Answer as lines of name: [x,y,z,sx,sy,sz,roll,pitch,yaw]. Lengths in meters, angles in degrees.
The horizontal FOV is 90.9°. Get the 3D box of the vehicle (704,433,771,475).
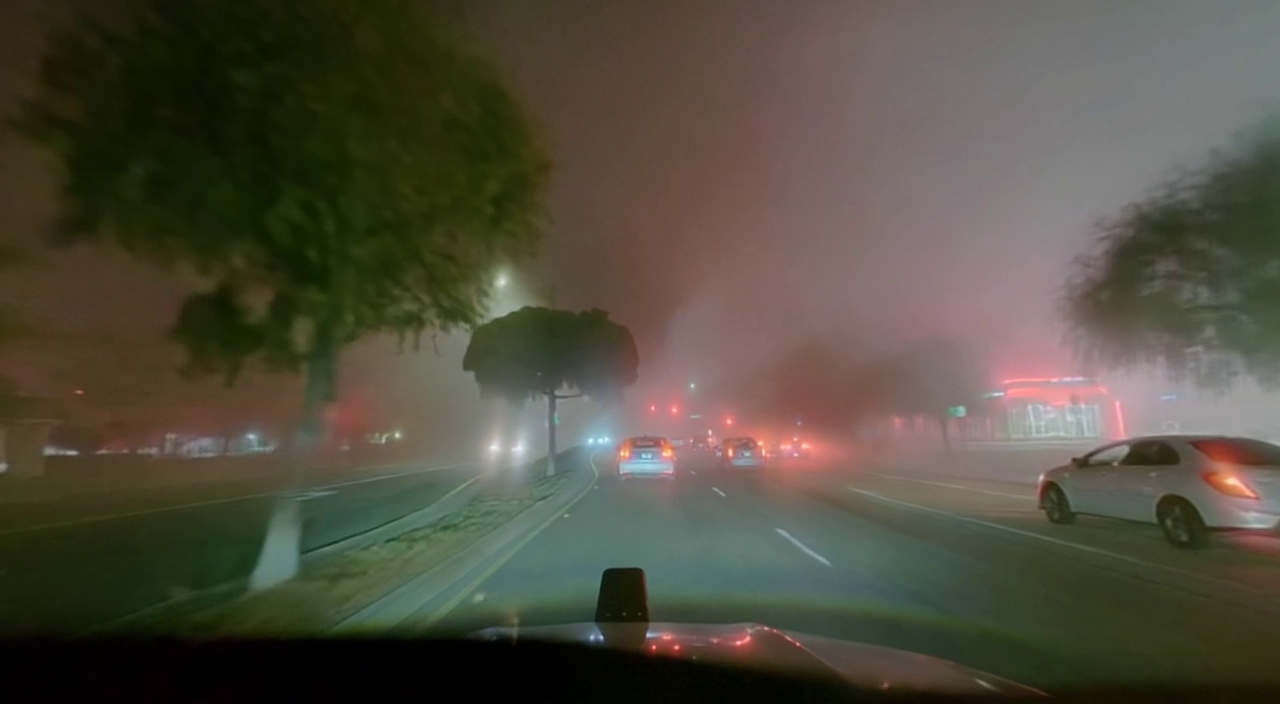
vehicle: [3.787,4.050,25.202,1.988,1.528,4.144,0,-8,0]

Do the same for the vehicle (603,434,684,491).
vehicle: [0.140,3.163,18.387,2.096,1.473,3.893,0,-8,2]

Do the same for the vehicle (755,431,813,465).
vehicle: [7.644,5.136,33.874,2.044,1.701,4.397,0,-8,0]

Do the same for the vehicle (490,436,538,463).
vehicle: [-8.160,6.356,41.266,2.044,1.610,4.463,-1,-8,3]

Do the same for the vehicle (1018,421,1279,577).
vehicle: [7.233,1.746,8.249,1.892,1.515,4.400,0,-8,1]
